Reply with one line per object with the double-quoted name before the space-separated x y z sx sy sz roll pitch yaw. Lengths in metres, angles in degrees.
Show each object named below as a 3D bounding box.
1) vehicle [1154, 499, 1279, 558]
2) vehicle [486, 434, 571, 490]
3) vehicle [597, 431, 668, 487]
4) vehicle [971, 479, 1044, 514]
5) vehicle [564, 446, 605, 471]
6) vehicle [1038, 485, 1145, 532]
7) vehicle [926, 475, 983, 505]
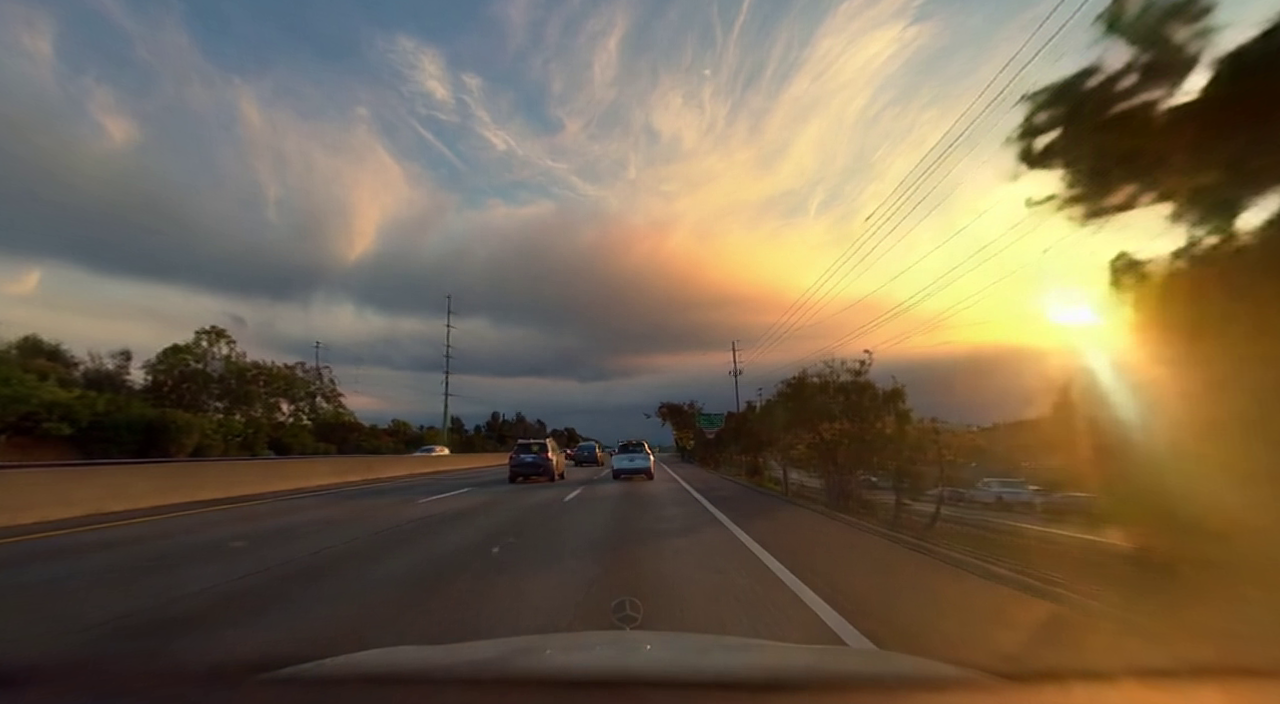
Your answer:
"vehicle" 20.120 5.865 21.352 1.801 1.469 4.315 -3 -10 2
"vehicle" -3.844 3.888 22.617 2.104 1.754 4.515 0 -8 1
"vehicle" -0.234 3.856 22.927 2.319 1.813 4.274 0 -8 0
"vehicle" 21.588 8.482 37.293 1.820 1.768 4.621 -3 -10 6
"vehicle" -3.379 6.587 39.297 2.092 1.464 4.466 0 -9 1
"vehicle" 19.868 6.865 28.003 1.832 1.624 4.158 -1 -8 4
"vehicle" 21.804 9.563 43.950 1.826 1.625 4.758 -1 -8 5
